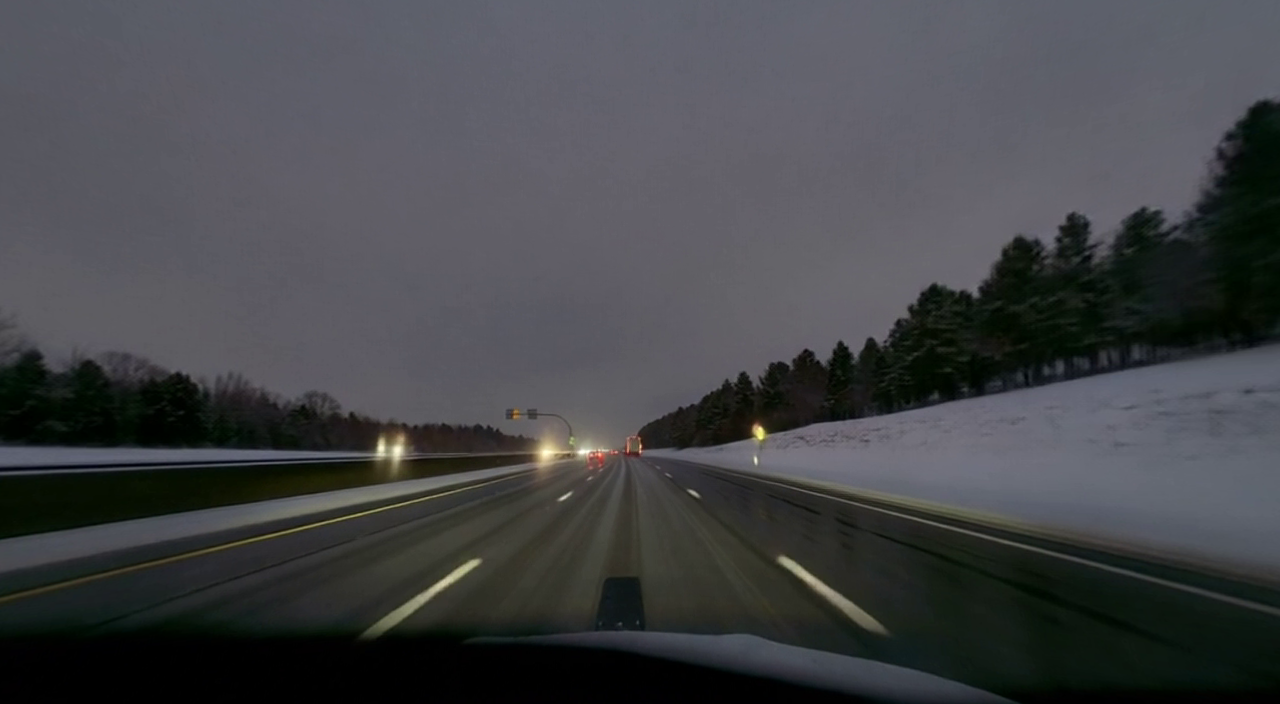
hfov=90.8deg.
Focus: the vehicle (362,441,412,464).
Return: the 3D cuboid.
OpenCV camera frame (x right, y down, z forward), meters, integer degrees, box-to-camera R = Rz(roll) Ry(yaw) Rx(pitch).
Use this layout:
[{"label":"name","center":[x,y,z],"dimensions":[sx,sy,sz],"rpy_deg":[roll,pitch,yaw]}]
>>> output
[{"label":"vehicle","center":[-18.171,7.220,45.548],"dimensions":[1.840,1.556,4.355],"rpy_deg":[0,-9,-1]}]
